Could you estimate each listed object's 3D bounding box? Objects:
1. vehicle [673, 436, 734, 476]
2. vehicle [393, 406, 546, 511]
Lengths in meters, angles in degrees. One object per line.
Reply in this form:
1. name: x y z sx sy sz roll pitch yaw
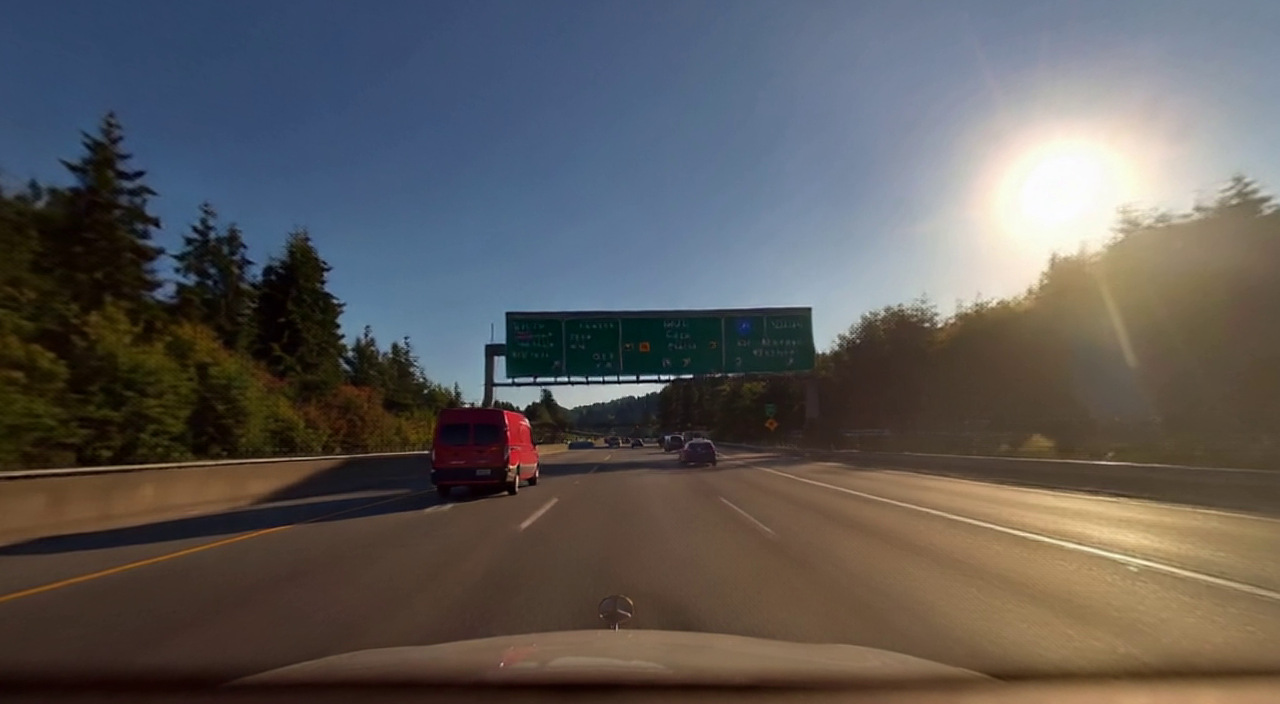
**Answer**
1. vehicle: 2.448 4.110 25.309 2.020 1.464 3.803 0 -8 0
2. vehicle: -3.750 2.440 15.072 2.275 2.053 5.082 0 -8 -1
